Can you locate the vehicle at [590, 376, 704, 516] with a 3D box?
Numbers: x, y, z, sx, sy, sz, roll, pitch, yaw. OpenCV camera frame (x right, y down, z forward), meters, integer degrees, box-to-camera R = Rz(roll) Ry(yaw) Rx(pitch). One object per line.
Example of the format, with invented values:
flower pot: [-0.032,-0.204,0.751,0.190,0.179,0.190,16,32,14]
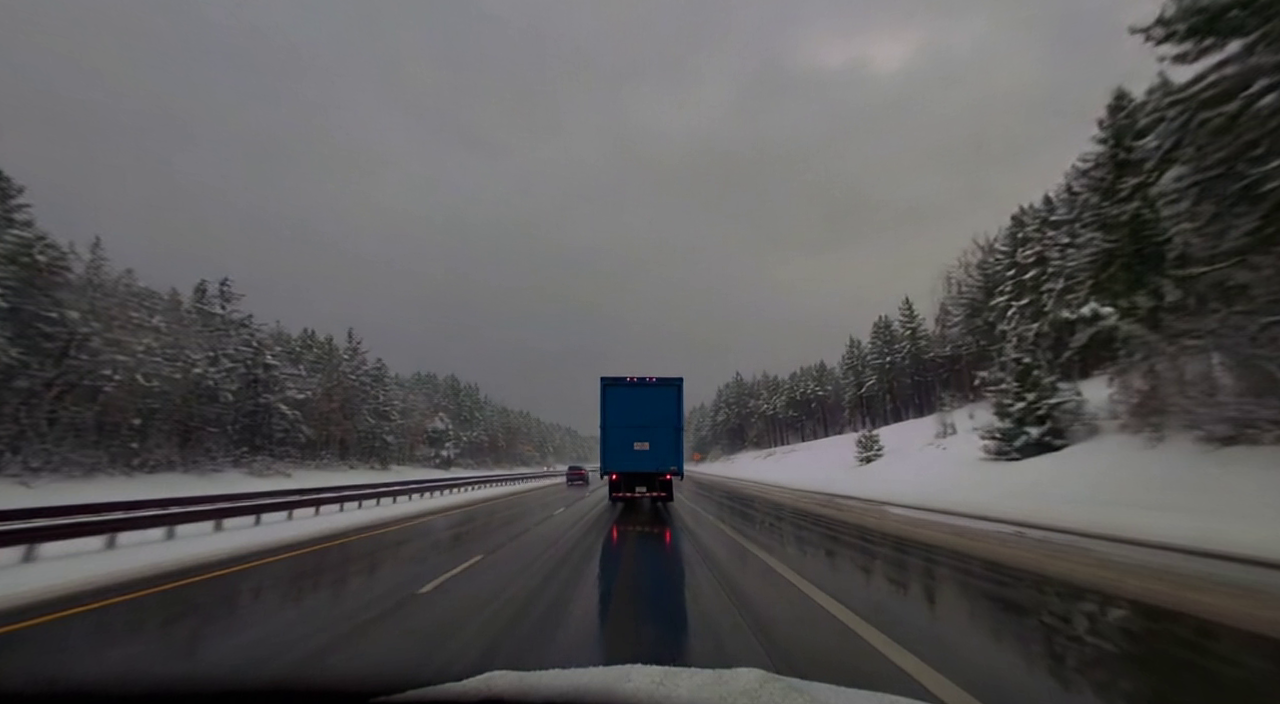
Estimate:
vehicle: [0.043,3.354,21.590,3.008,3.678,9.512,1,-10,-2]

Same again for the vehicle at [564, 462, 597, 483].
vehicle: [-4.540,9.365,48.926,2.104,1.536,4.599,1,-10,0]
